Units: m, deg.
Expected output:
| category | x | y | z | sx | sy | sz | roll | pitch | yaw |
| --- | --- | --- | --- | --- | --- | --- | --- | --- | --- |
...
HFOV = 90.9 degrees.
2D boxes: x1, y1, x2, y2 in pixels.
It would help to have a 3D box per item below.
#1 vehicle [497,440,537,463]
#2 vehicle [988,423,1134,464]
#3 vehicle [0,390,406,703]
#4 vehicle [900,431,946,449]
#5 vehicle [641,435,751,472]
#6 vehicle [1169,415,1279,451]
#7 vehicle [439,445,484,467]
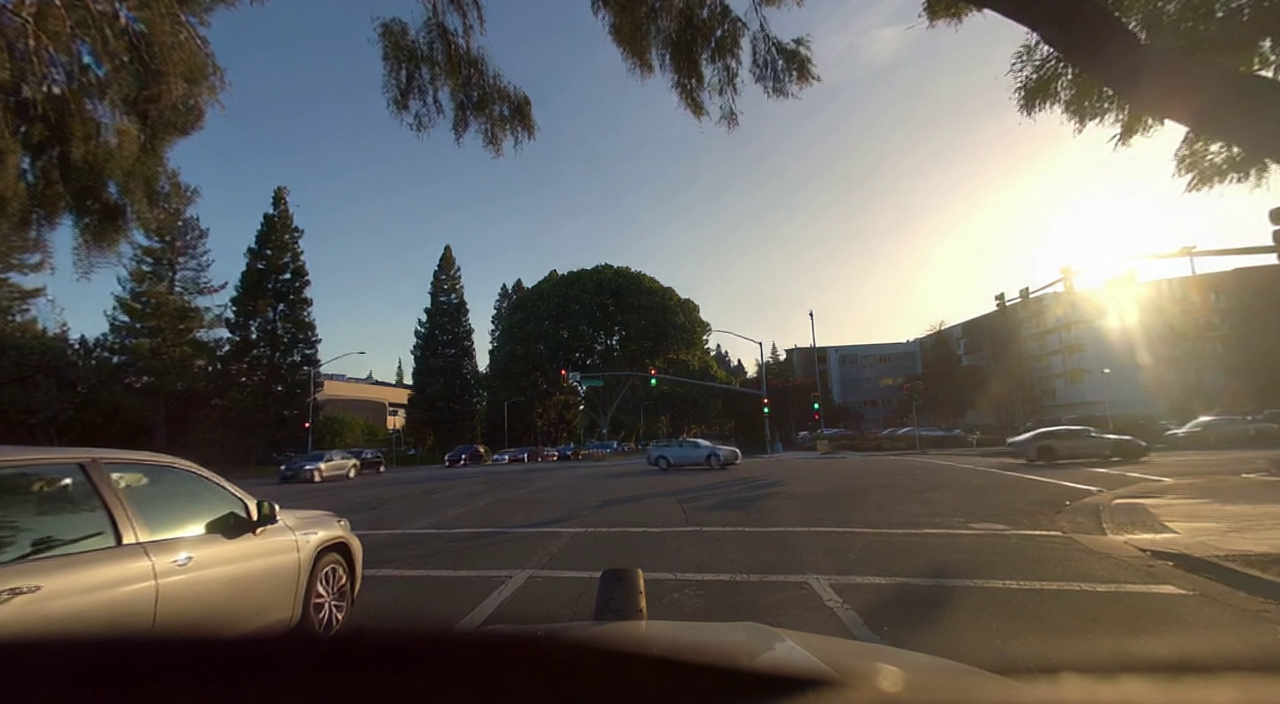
| category | x | y | z | sx | sy | sz | roll | pitch | yaw |
| --- | --- | --- | --- | --- | --- | --- | --- | --- | --- |
| vehicle | -9.630 | 7.836 | 49.767 | 1.905 | 1.724 | 4.449 | -1 | -8 | 5 |
| vehicle | 16.309 | 3.578 | 24.611 | 4.180 | 1.478 | 1.986 | -1 | -9 | 6 |
| vehicle | -2.946 | 0.992 | 2.785 | 1.924 | 1.482 | 4.734 | 0 | -8 | 1 |
| vehicle | 22.443 | 6.988 | 49.887 | 1.930 | 1.410 | 4.313 | -8 | -12 | 43 |
| vehicle | 2.356 | 4.358 | 27.169 | 4.364 | 1.450 | 1.841 | -6 | -10 | 34 |
| vehicle | 26.832 | 3.656 | 28.422 | 4.240 | 1.540 | 1.944 | 1 | -9 | -4 |
| vehicle | -13.457 | 7.865 | 47.699 | 1.935 | 1.554 | 3.995 | -1 | -8 | 5 |
